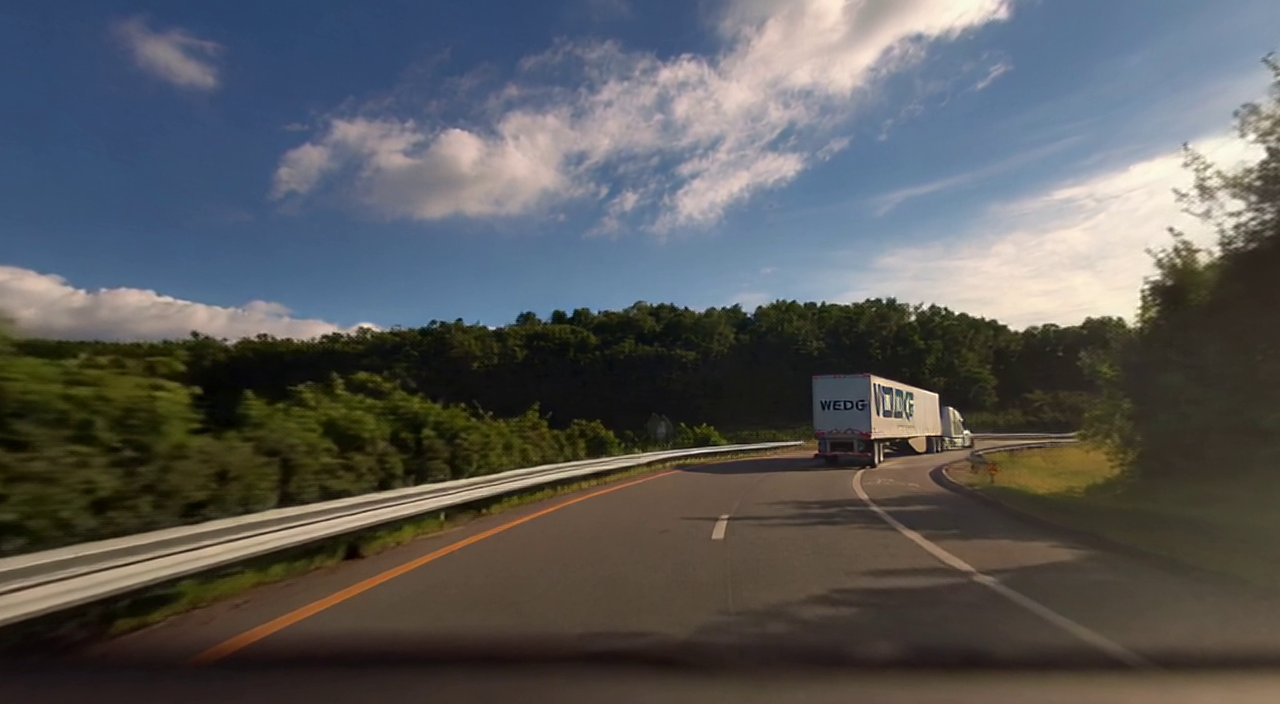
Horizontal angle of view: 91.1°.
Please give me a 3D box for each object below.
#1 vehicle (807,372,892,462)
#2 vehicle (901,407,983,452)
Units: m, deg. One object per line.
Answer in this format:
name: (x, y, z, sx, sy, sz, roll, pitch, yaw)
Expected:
vehicle: (9.532, 3.003, 28.462, 2.963, 3.771, 3.137, -4, -9, 29)
vehicle: (18.677, 4.796, 38.673, 6.650, 2.524, 2.120, 7, -11, -43)
